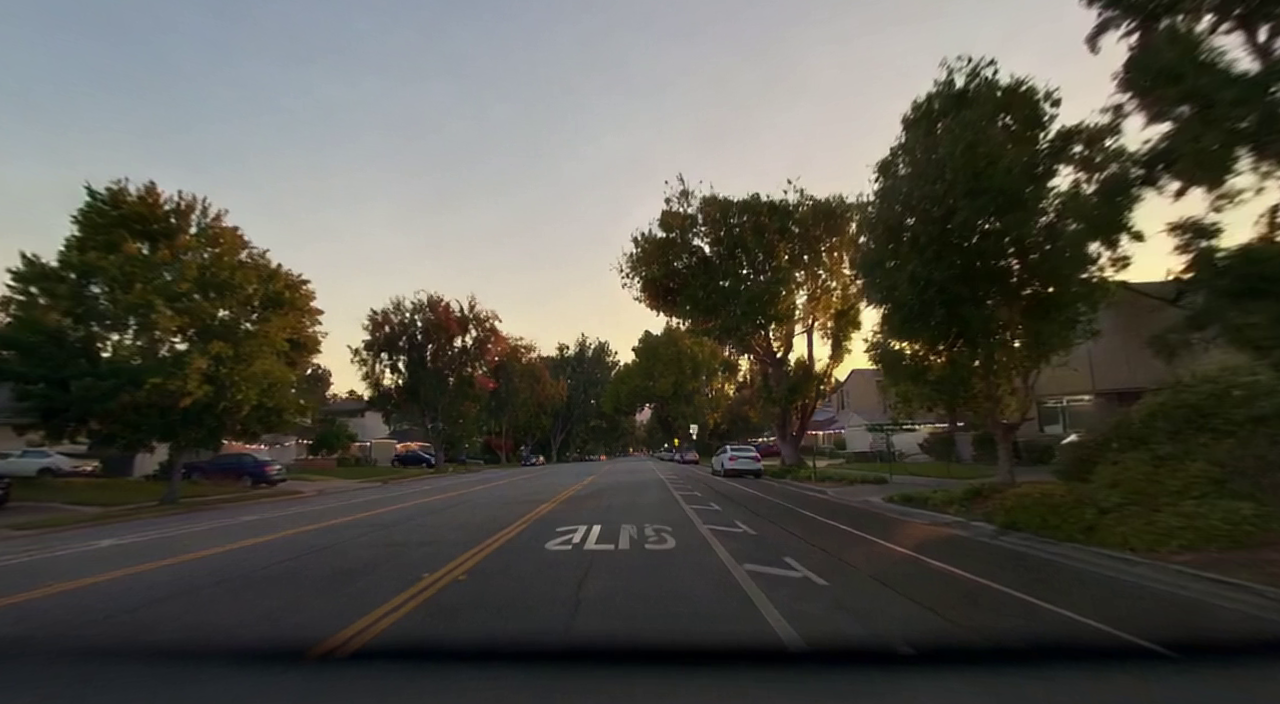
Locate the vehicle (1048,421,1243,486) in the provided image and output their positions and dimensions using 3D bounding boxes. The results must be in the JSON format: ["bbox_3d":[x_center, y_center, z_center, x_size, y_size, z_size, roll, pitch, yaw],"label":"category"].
[{"bbox_3d":[15.211,3.091,19.255,4.108,1.734,1.898,-2,-9,5],"label":"vehicle"}]

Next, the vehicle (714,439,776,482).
[{"bbox_3d":[4.911,5.157,30.216,2.082,1.763,4.718,3,-9,0],"label":"vehicle"}]

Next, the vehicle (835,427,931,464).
[{"bbox_3d":[15.601,6.052,40.823,5.096,1.931,2.288,-4,-9,2],"label":"vehicle"}]

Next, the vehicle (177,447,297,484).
[{"bbox_3d":[-20.574,5.793,32.392,4.818,1.625,2.012,1,-8,5],"label":"vehicle"}]
